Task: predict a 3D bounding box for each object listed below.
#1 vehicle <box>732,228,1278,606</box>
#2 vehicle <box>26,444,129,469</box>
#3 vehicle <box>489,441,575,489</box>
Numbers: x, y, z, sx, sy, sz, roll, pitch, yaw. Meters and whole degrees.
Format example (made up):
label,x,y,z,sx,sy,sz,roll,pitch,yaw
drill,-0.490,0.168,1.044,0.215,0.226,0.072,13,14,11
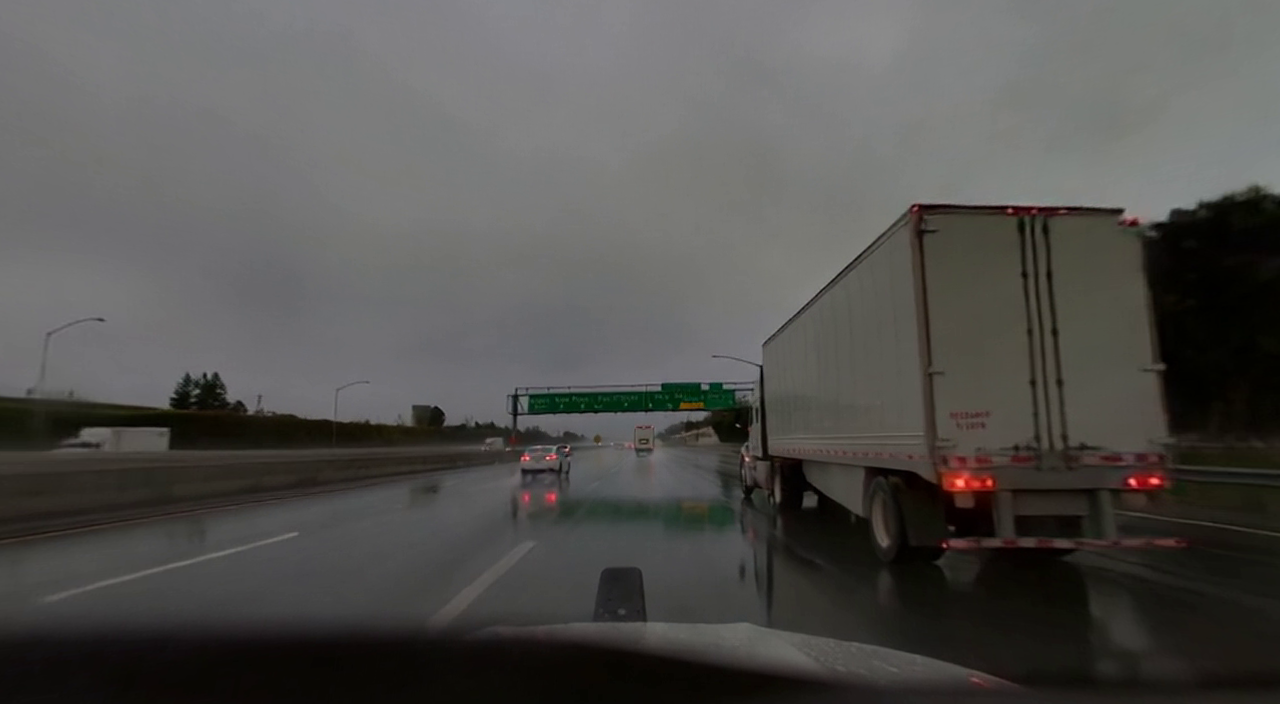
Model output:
label,x,y,z,sx,sy,sz,roll,pitch,yaw
vehicle,3.960,1.295,10.906,3.049,3.395,10.595,0,-9,0
vehicle,-43.907,8.156,49.268,2.356,1.806,6.262,0,-9,-1
vehicle,-3.753,4.029,22.760,2.143,1.529,4.918,0,-9,1
